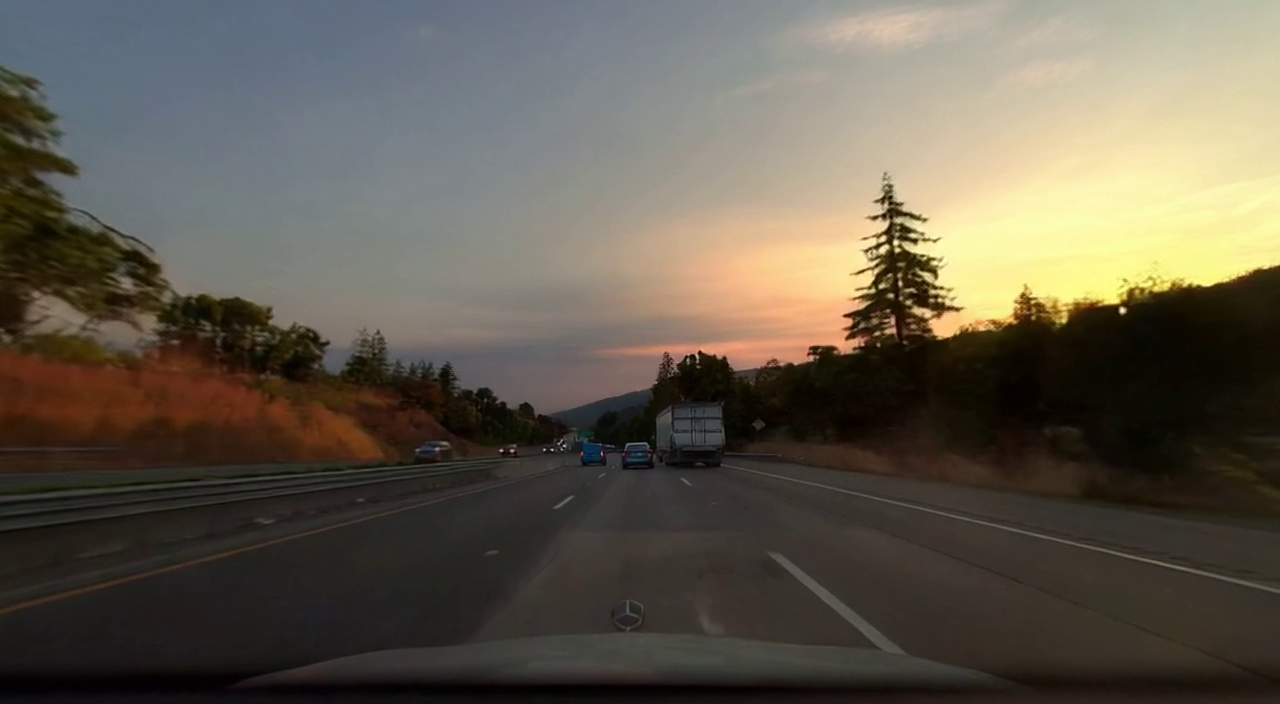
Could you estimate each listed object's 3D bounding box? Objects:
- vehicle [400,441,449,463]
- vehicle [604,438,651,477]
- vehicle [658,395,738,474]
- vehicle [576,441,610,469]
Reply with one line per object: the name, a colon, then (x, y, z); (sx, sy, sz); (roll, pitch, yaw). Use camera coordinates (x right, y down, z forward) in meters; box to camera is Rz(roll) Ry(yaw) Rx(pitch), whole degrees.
vehicle: (-15.457, 7.214, 45.526); (1.930, 1.488, 4.446); (0, -9, 0)
vehicle: (-0.598, 5.348, 32.141); (2.209, 1.825, 4.036); (0, -9, 0)
vehicle: (3.233, 5.518, 40.848); (3.468, 4.030, 16.902); (0, -9, 0)
vehicle: (-3.599, 7.993, 49.044); (2.167, 1.991, 5.062); (0, -9, 1)
